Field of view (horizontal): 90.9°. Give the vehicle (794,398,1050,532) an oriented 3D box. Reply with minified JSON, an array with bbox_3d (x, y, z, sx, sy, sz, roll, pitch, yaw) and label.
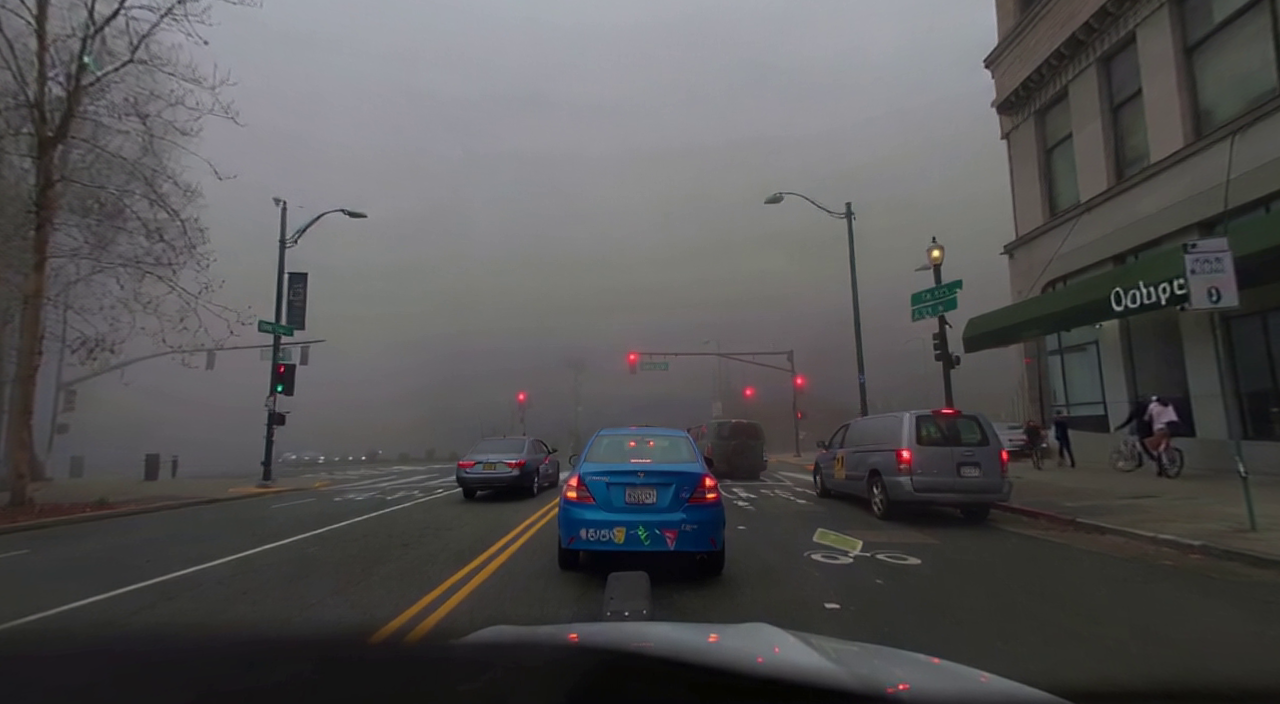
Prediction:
[{"bbox_3d":[4.499,1.917,11.153,2.142,1.829,4.767,0,-9,-2],"label":"vehicle"}]

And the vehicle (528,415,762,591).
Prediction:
[{"bbox_3d":[0.031,1.656,7.724,2.091,1.557,4.000,0,-9,0],"label":"vehicle"}]

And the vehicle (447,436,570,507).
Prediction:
[{"bbox_3d":[-2.977,2.815,15.350,2.039,1.452,4.489,0,-9,0],"label":"vehicle"}]
